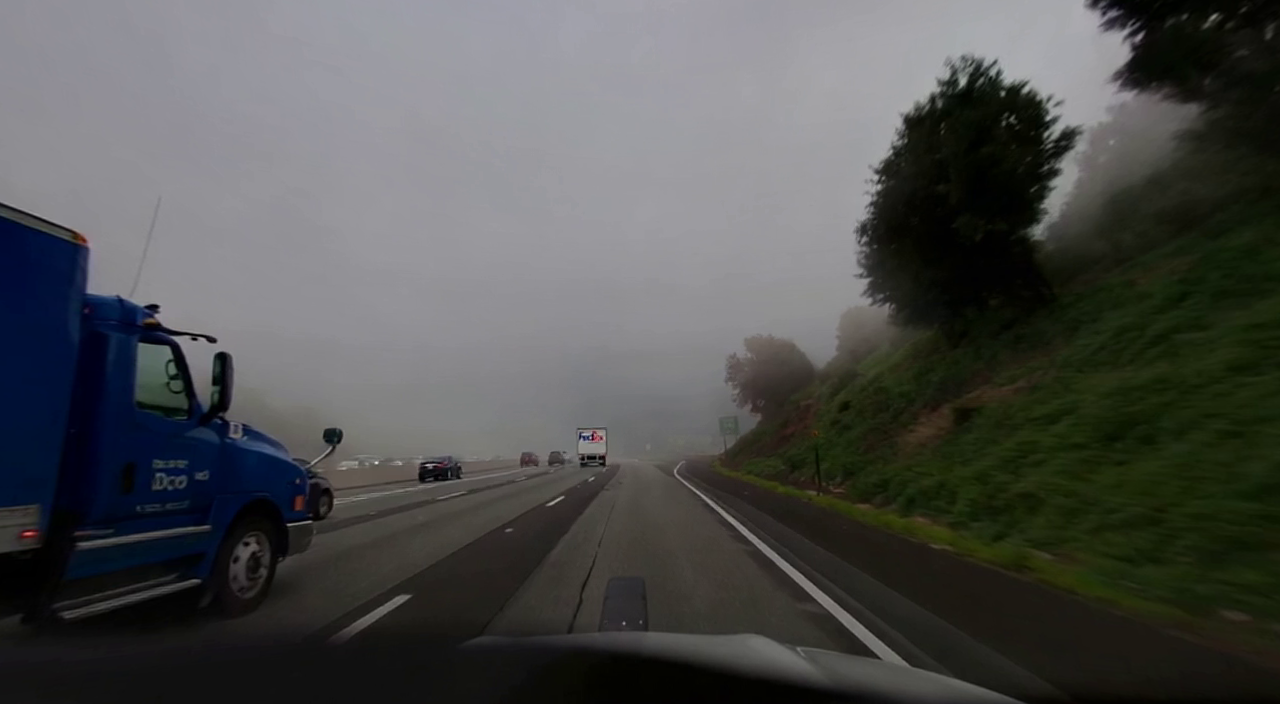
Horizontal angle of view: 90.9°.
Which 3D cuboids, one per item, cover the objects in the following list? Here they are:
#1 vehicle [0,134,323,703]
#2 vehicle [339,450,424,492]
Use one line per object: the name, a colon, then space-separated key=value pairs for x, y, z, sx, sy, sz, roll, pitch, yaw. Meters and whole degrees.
vehicle: x=-4.181 y=0.399 z=2.933 sx=2.318 sy=2.834 sz=5.910 roll=0 pitch=-8 yaw=-1
vehicle: x=-11.675 y=5.382 z=28.828 sx=1.931 sy=1.692 sz=4.443 roll=0 pitch=-8 yaw=1
